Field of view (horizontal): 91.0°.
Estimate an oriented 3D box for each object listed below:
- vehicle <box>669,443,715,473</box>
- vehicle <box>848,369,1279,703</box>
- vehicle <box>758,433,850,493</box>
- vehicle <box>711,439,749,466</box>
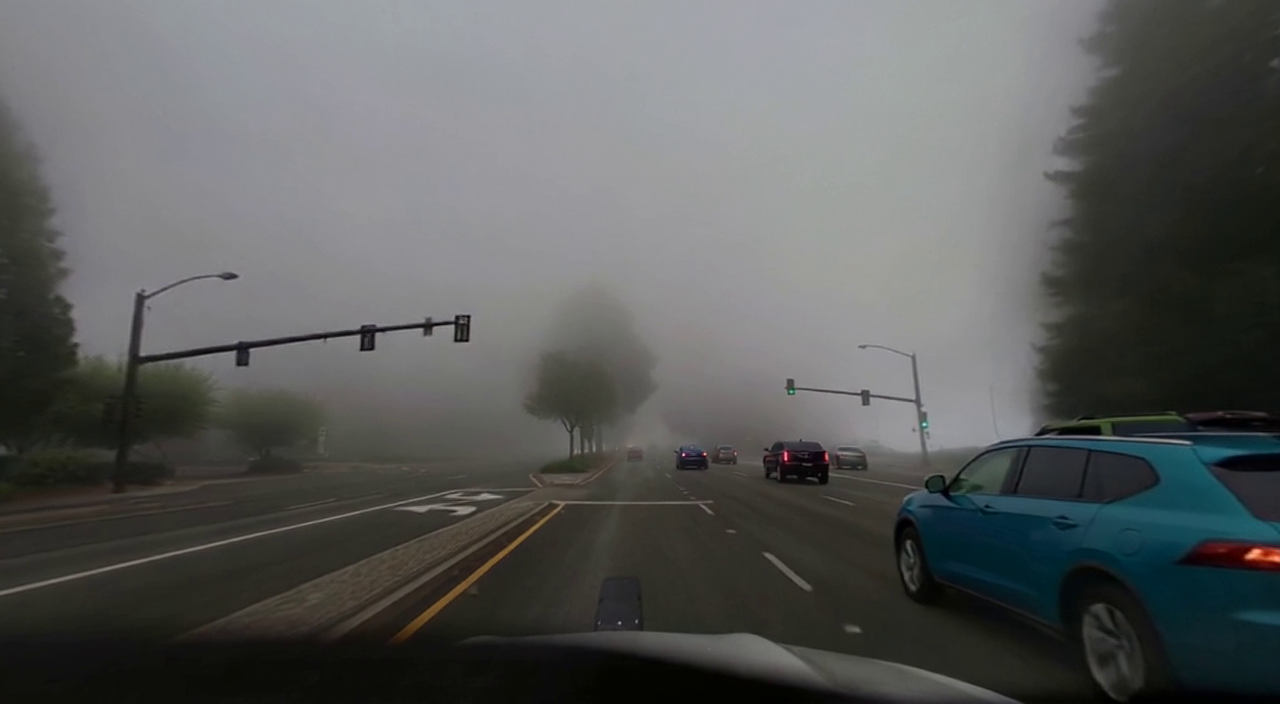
[{"bbox_3d":[2.682,5.567,33.387,1.980,1.484,4.093,0,-8,-1],"label":"vehicle"},{"bbox_3d":[3.132,1.086,3.851,1.932,1.547,4.992,0,-8,-1],"label":"vehicle"},{"bbox_3d":[5.104,3.496,20.183,2.075,1.698,4.142,-1,-8,4],"label":"vehicle"},{"bbox_3d":[6.394,7.156,44.968,1.919,1.774,4.720,0,-8,-1],"label":"vehicle"}]
